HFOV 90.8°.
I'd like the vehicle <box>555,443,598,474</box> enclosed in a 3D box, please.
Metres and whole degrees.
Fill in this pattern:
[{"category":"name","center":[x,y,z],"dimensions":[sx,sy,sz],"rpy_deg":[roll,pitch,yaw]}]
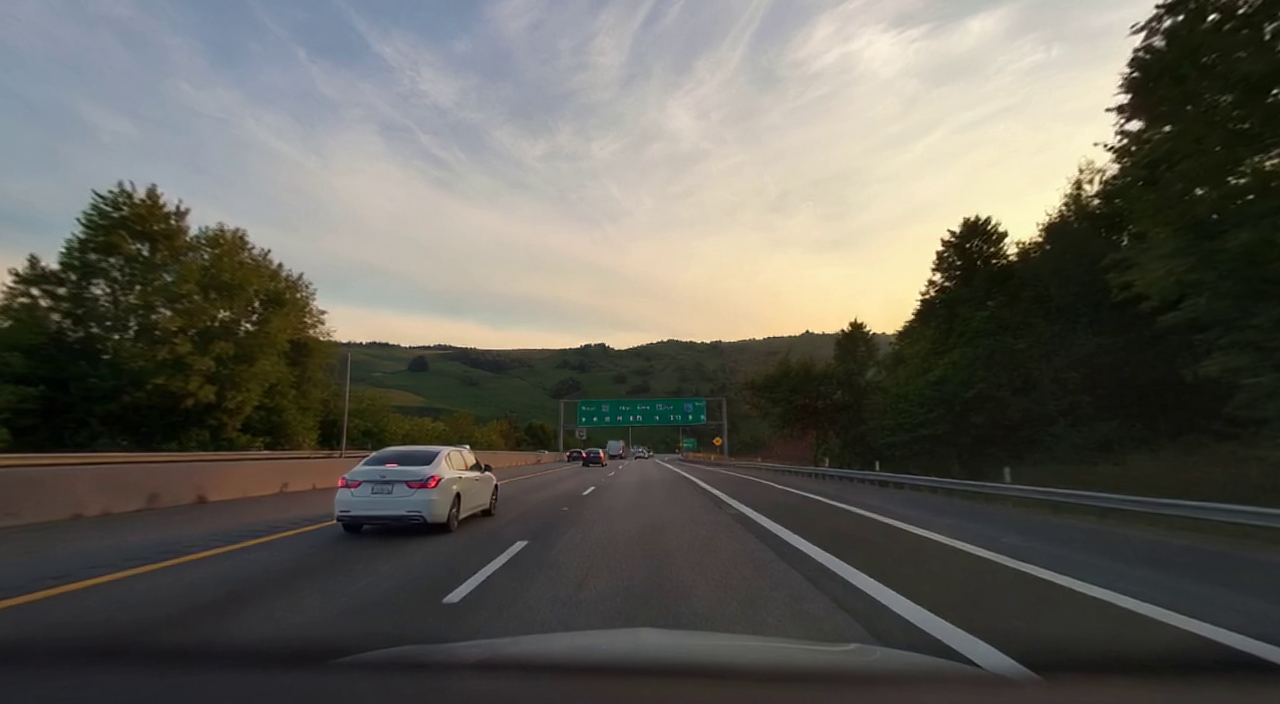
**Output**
[{"category":"vehicle","center":[-3.666,6.269,37.223],"dimensions":[2.073,1.694,4.162],"rpy_deg":[0,-9,1]}]

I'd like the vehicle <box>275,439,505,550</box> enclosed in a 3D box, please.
[{"category":"vehicle","center":[-3.779,2.228,10.596],"dimensions":[1.988,1.440,4.504],"rpy_deg":[0,-9,0]}]
